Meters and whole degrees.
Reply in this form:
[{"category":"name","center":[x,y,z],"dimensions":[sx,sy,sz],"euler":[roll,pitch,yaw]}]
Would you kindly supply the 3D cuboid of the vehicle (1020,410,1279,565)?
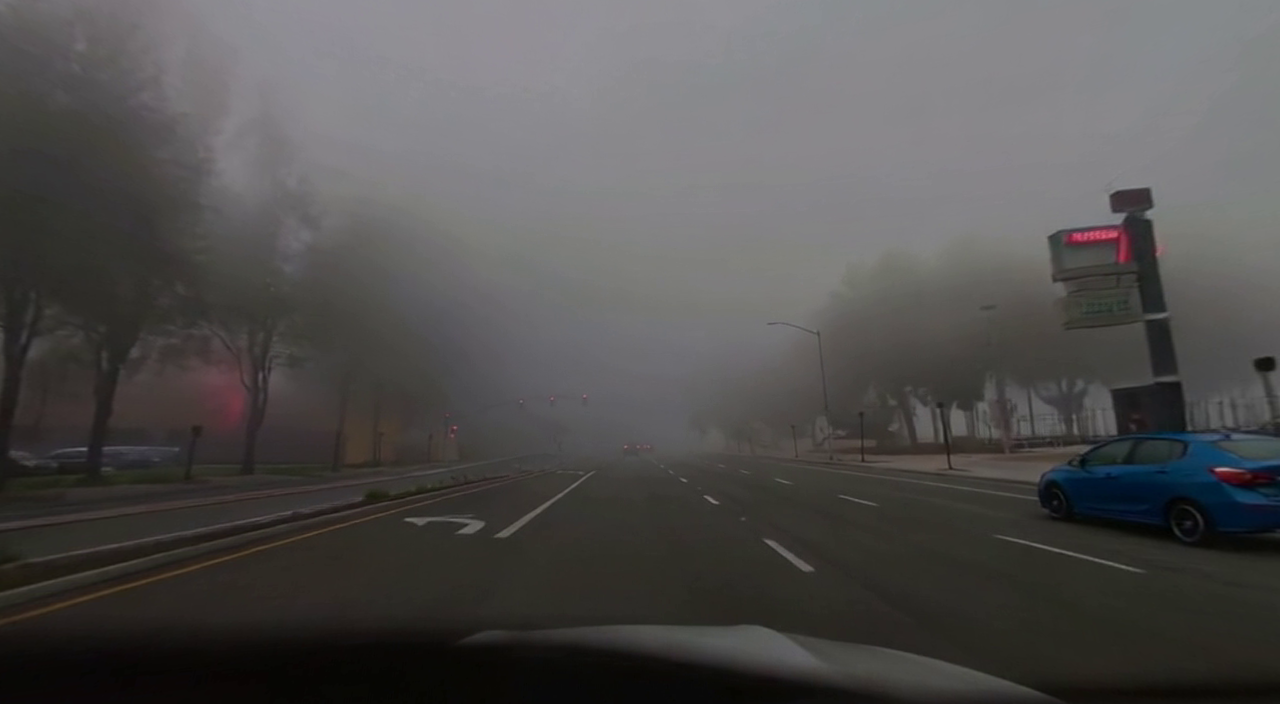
[{"category":"vehicle","center":[7.684,1.751,8.892],"dimensions":[1.918,1.632,4.368],"euler":[0,-8,0]}]
